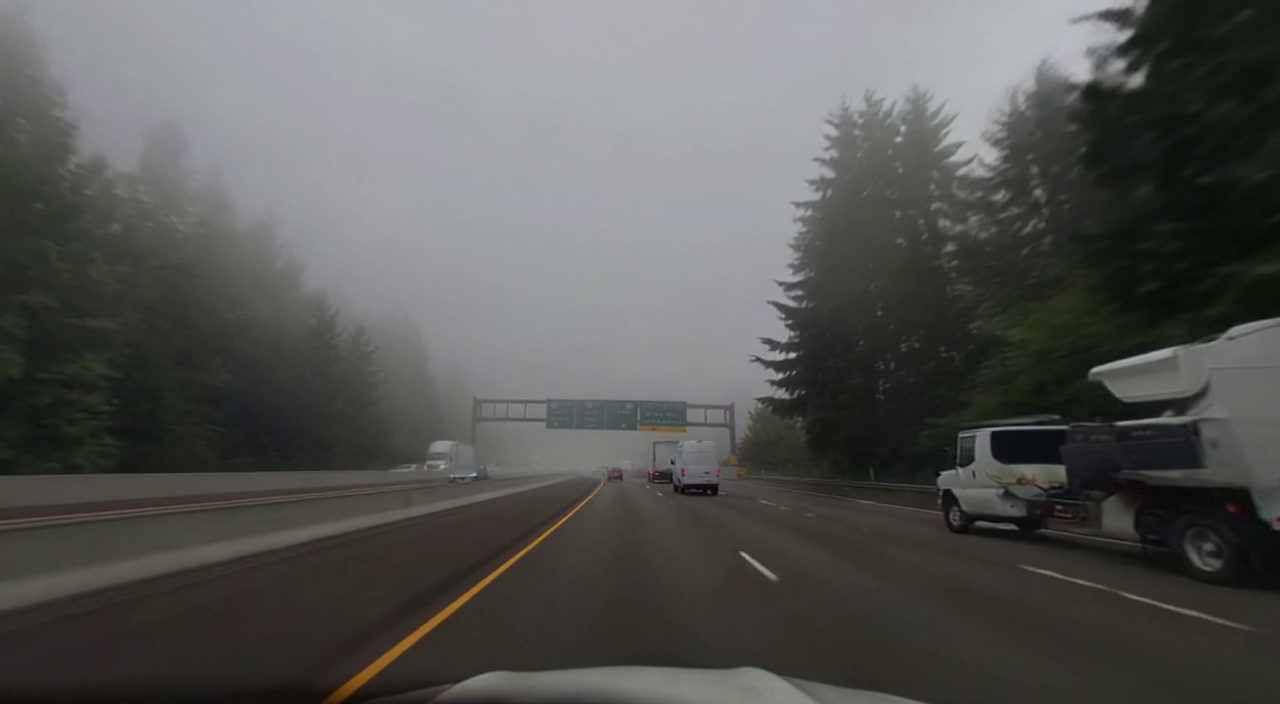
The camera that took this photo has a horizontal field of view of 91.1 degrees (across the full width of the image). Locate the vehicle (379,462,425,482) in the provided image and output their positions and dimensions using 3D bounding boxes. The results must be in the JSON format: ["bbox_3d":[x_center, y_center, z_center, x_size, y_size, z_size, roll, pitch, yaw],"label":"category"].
[{"bbox_3d":[-18.370,9.282,48.633,1.875,1.453,4.480,1,-10,-1],"label":"vehicle"}]

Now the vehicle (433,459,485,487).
[{"bbox_3d":[-11.140,7.463,38.890,1.950,1.577,4.374,1,-10,-1],"label":"vehicle"}]

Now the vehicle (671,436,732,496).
[{"bbox_3d":[2.893,5.616,30.970,2.291,2.639,5.280,1,-10,-2],"label":"vehicle"}]

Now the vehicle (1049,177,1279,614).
[{"bbox_3d":[7.555,-0.303,1.965,2.866,4.102,14.351,1,-10,0],"label":"vehicle"}]
